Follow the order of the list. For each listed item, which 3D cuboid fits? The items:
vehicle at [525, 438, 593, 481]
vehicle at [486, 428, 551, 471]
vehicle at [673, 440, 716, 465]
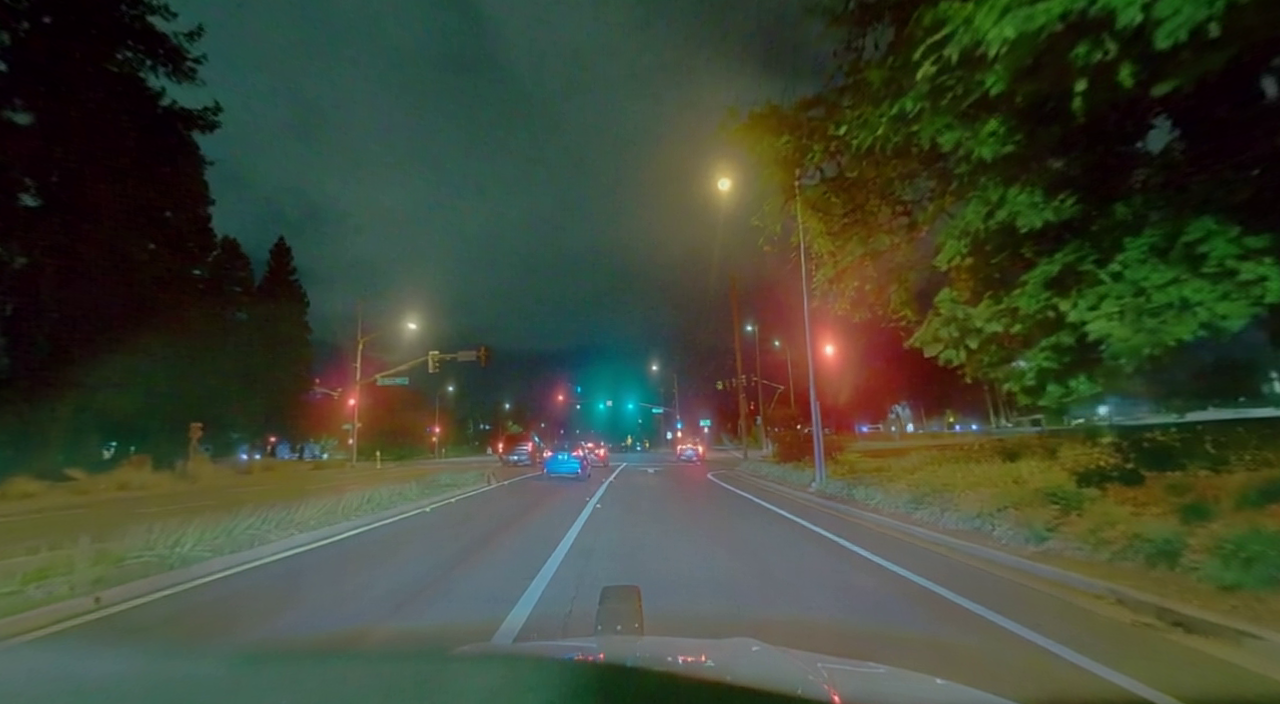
[{"bbox_3d":[-2.975,4.049,23.981,1.979,1.492,3.930,0,-9,1],"label":"vehicle"},{"bbox_3d":[-6.161,5.064,32.781,2.390,2.020,5.085,0,-9,0],"label":"vehicle"},{"bbox_3d":[3.388,6.139,38.638,1.945,1.410,4.284,-2,-9,14],"label":"vehicle"}]
